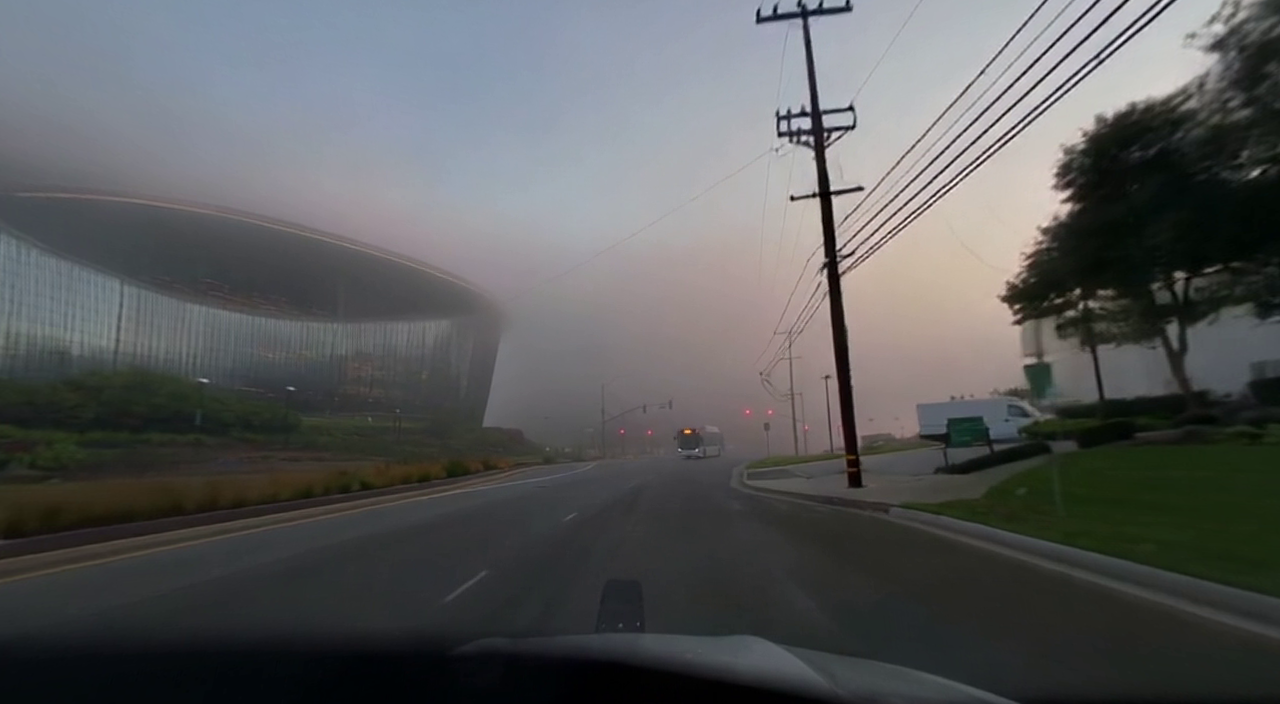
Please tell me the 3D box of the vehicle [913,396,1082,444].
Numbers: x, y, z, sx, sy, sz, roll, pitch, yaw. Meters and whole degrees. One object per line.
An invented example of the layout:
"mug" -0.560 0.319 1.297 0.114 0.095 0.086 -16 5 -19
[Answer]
"vehicle" 15.024 2.923 26.865 5.745 1.902 2.244 -1 -9 10
